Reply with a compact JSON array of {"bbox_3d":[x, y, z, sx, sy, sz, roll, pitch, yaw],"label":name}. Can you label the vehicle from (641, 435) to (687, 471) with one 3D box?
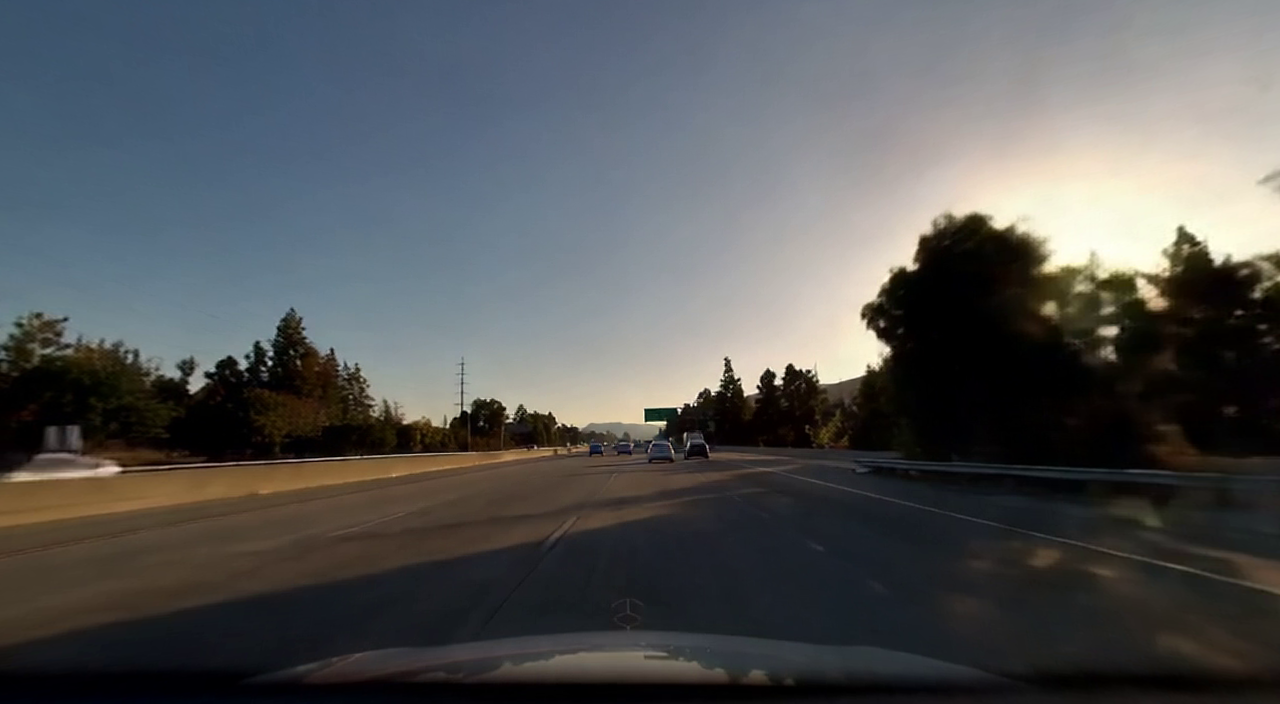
[{"bbox_3d":[1.188,5.363,33.575,2.260,1.766,4.348,0,-8,0],"label":"vehicle"}]
